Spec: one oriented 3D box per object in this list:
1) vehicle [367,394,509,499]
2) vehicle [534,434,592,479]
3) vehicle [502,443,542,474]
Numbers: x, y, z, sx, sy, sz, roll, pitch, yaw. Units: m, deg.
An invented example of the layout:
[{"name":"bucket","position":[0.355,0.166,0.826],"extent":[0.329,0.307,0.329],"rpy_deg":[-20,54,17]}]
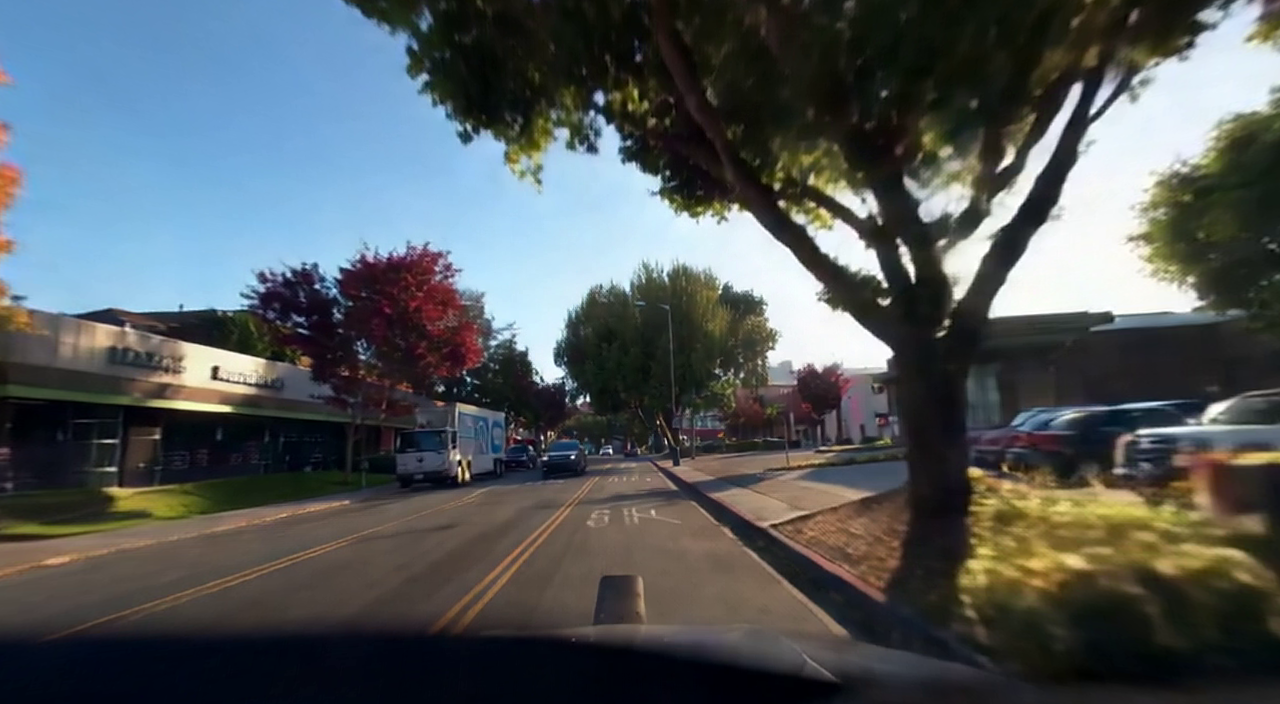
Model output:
[{"name":"vehicle","position":[-9.113,4.291,30.389],"extent":[2.986,3.768,11.697],"rpy_deg":[-6,-6,-1]},{"name":"vehicle","position":[-3.399,4.700,28.578],"extent":[2.118,1.864,4.640],"rpy_deg":[0,-8,-1]},{"name":"vehicle","position":[-7.936,7.155,42.732],"extent":[1.950,1.743,4.312],"rpy_deg":[-2,-6,-1]}]
